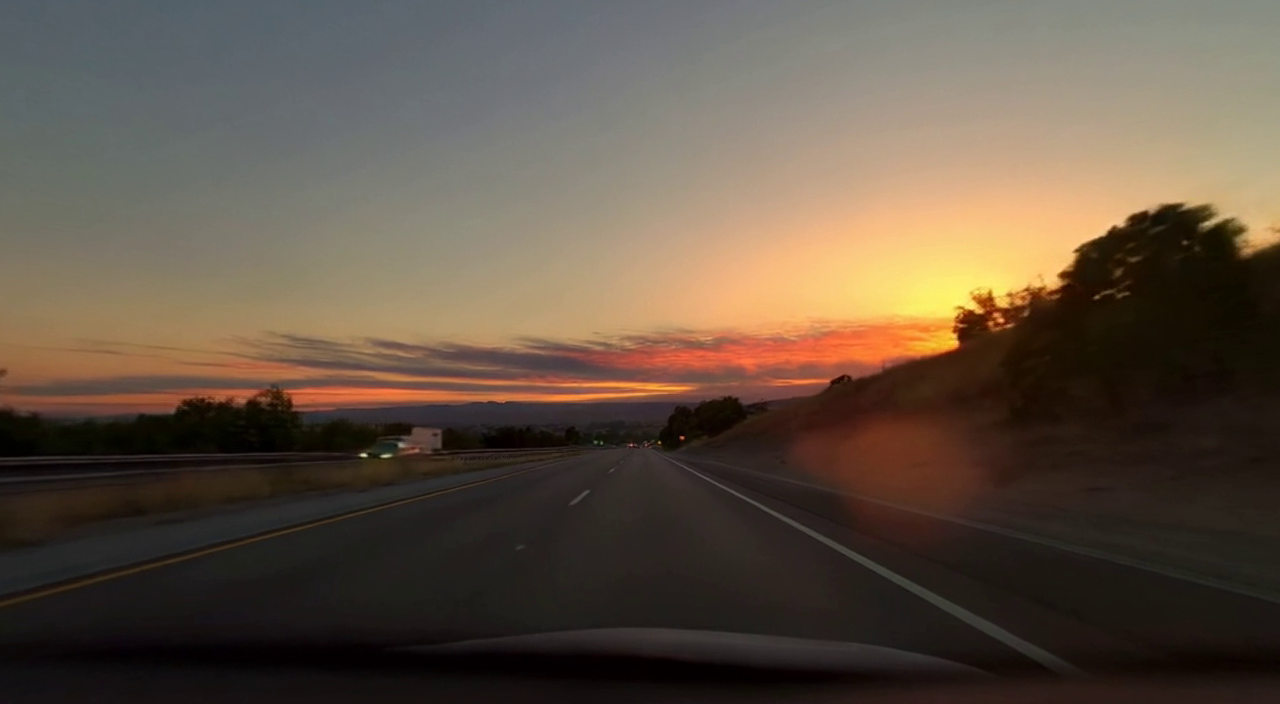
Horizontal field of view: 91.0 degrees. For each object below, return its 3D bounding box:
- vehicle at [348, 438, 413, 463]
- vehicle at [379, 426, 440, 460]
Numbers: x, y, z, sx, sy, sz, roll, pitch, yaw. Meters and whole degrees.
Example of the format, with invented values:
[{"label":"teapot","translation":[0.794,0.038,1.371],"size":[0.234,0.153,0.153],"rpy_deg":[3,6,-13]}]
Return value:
[{"label":"vehicle","translation":[-15.901,6.069,38.882],"size":[2.142,1.456,4.453],"rpy_deg":[0,-8,0]},{"label":"vehicle","translation":[-16.059,6.398,44.243],"size":[2.212,2.251,5.215],"rpy_deg":[0,-8,1]}]
